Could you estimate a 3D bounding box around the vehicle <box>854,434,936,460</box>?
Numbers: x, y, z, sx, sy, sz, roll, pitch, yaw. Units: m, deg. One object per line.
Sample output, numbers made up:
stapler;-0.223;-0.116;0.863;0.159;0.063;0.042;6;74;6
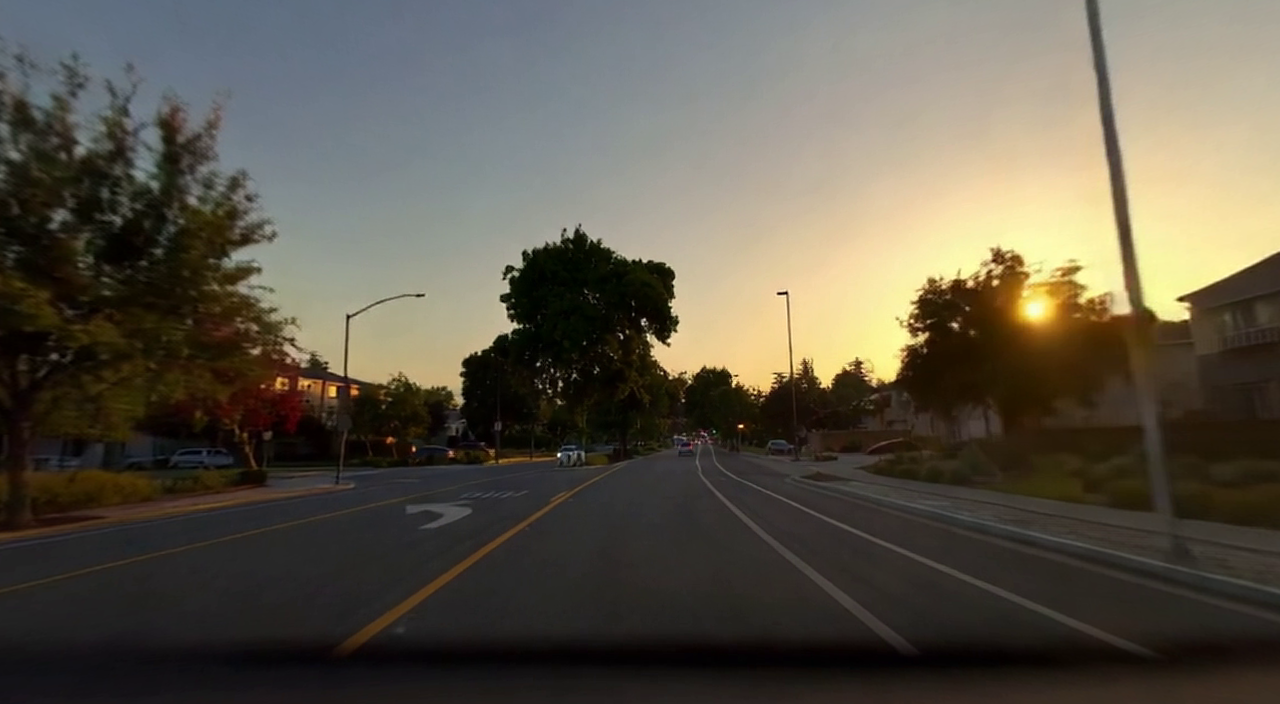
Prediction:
vehicle;18.705;7.037;46.513;5.035;1.772;2.115;-1;-10;0
